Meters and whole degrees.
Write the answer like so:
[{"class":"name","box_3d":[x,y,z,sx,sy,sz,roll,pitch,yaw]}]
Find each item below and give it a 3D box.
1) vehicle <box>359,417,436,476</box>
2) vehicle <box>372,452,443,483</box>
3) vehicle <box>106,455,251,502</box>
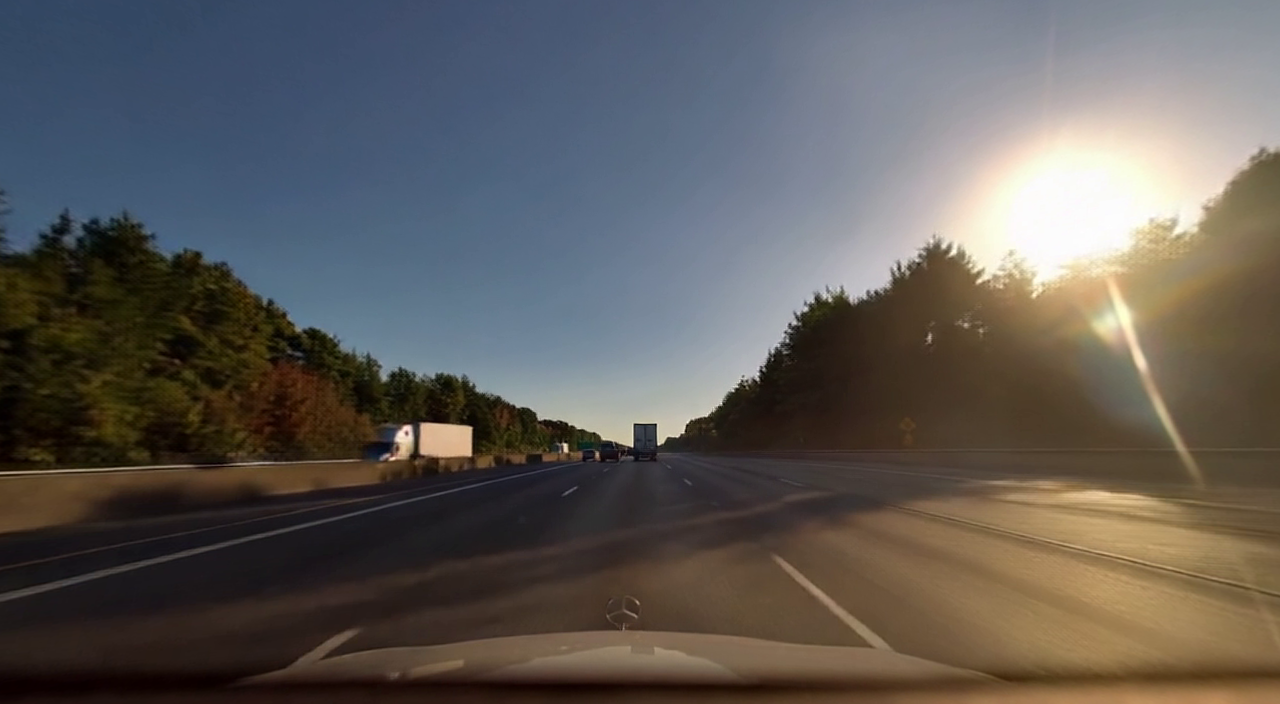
[{"class":"vehicle","box_3d":[-17.192,6.742,45.191,3.007,3.936,5.906,0,-8,1]},{"class":"vehicle","box_3d":[-12.422,6.181,33.985,2.032,1.455,4.500,0,-9,1]},{"class":"vehicle","box_3d":[-16.486,4.515,22.859,1.845,1.469,4.318,0,-9,2]}]
